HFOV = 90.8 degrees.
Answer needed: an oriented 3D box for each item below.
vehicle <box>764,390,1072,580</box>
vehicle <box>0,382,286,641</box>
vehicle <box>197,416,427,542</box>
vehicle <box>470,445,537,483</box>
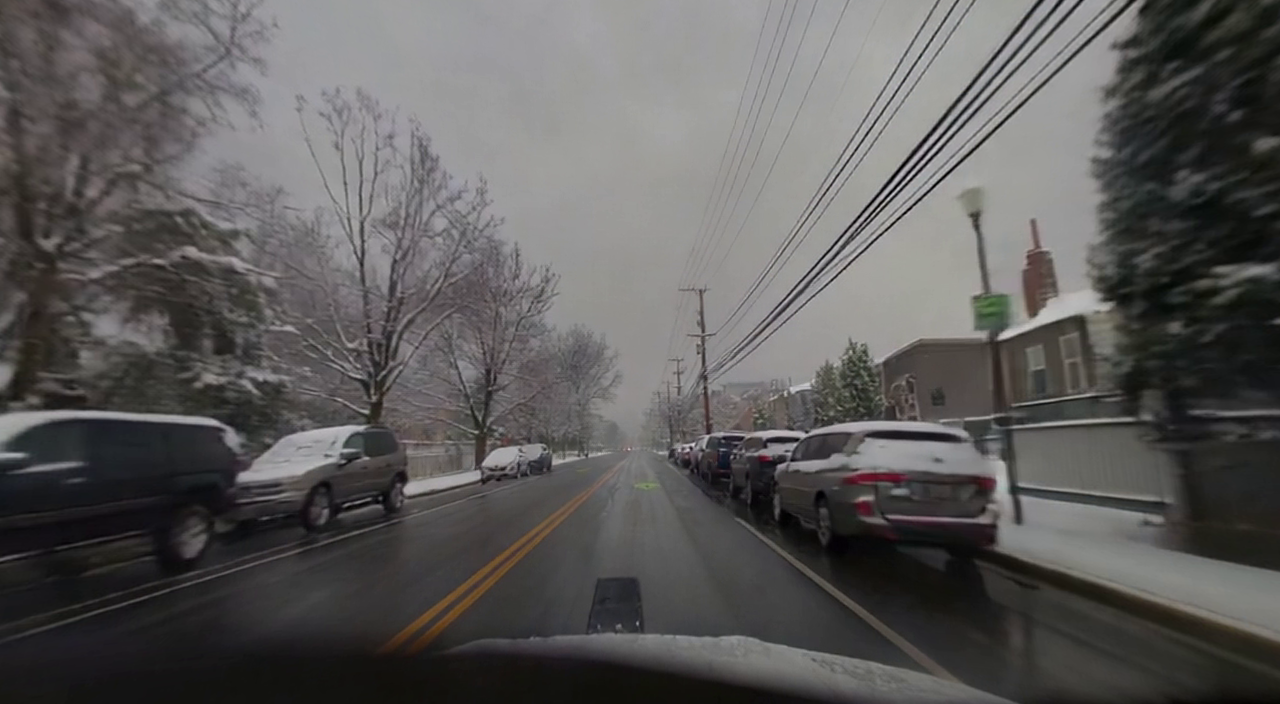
[{"bbox_3d":[3.419,1.779,9.310,2.065,1.953,5.359,0,-9,0],"label":"vehicle"},{"bbox_3d":[-6.479,1.537,6.744,2.451,2.099,5.112,-1,-7,0],"label":"vehicle"},{"bbox_3d":[-6.538,2.529,13.546,2.270,2.098,5.130,-1,-7,-1],"label":"vehicle"},{"bbox_3d":[-6.563,5.436,30.948,2.084,1.573,4.599,-2,-8,2],"label":"vehicle"}]
